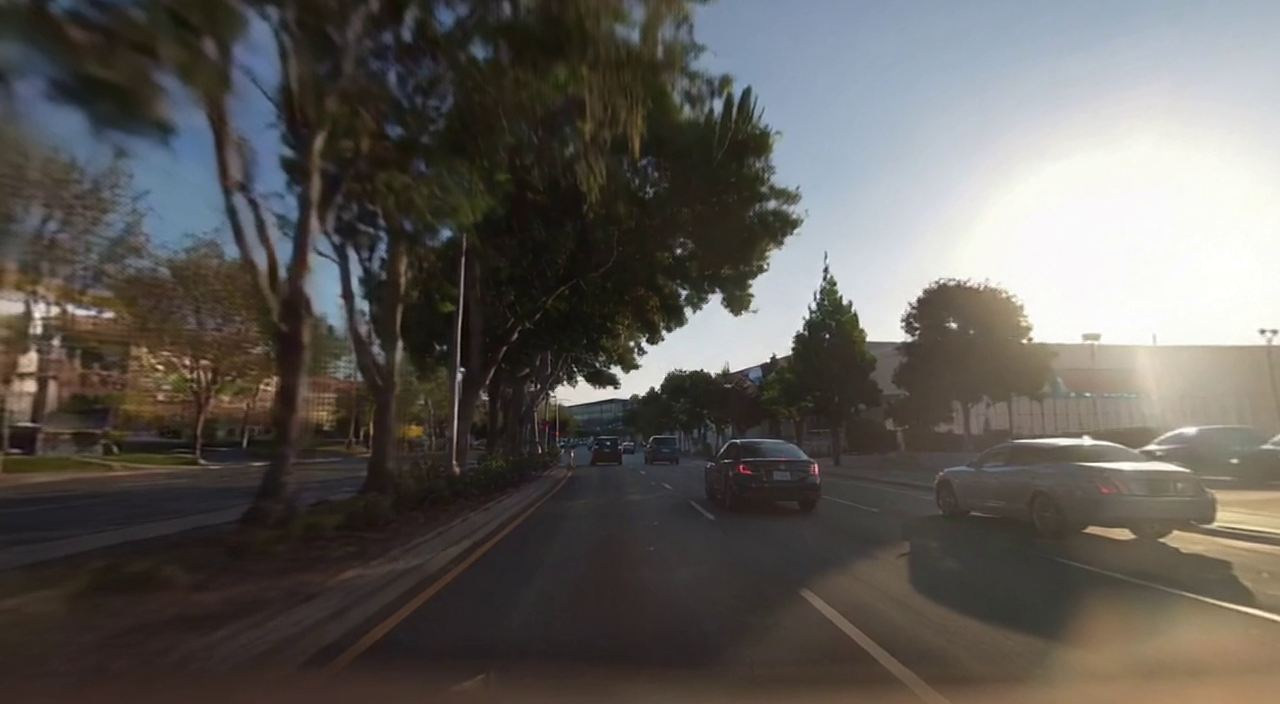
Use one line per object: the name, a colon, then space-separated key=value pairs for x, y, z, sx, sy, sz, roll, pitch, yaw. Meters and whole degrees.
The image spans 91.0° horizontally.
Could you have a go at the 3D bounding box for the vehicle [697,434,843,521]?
vehicle: x=2.411 y=2.443 z=12.872 sx=1.883 sy=1.452 sz=4.258 roll=1 pitch=-8 yaw=-3

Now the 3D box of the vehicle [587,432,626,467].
vehicle: x=-1.897 y=5.441 z=35.202 sx=2.051 sy=1.798 sz=4.168 roll=1 pitch=-8 yaw=-4

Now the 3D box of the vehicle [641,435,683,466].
vehicle: x=1.249 y=5.867 z=37.715 sx=2.000 sy=1.745 sz=4.206 roll=1 pitch=-8 yaw=-5

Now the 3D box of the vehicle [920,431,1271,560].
vehicle: x=6.228 y=1.966 z=9.433 sx=1.917 sy=1.457 sz=4.274 roll=1 pitch=-8 yaw=-3
